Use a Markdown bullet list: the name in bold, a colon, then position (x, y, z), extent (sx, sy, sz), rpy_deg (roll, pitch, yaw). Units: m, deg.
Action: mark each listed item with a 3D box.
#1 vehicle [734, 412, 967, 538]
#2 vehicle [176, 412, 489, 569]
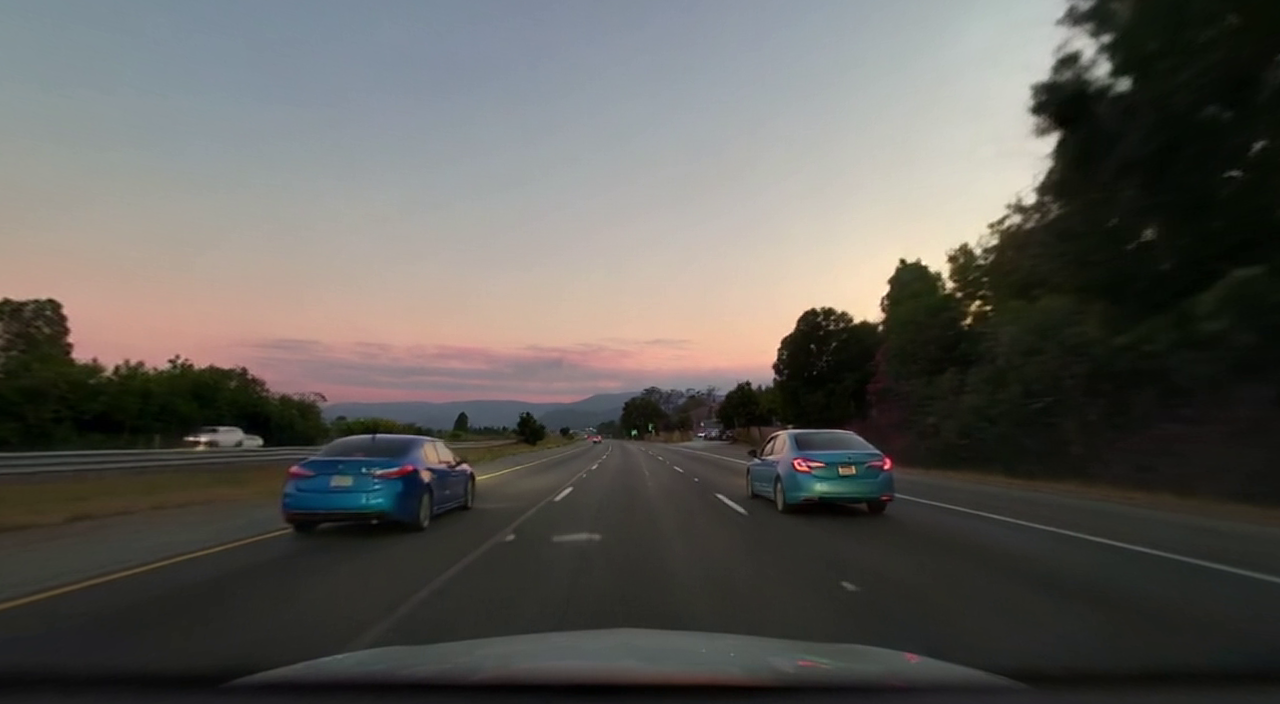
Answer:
- **vehicle**: position (3.152, 1.947, 10.601), extent (2.349, 1.651, 4.161), rpy_deg (0, -8, -2)
- **vehicle**: position (-3.751, 1.759, 8.825), extent (2.206, 1.604, 4.374), rpy_deg (0, -8, -1)
